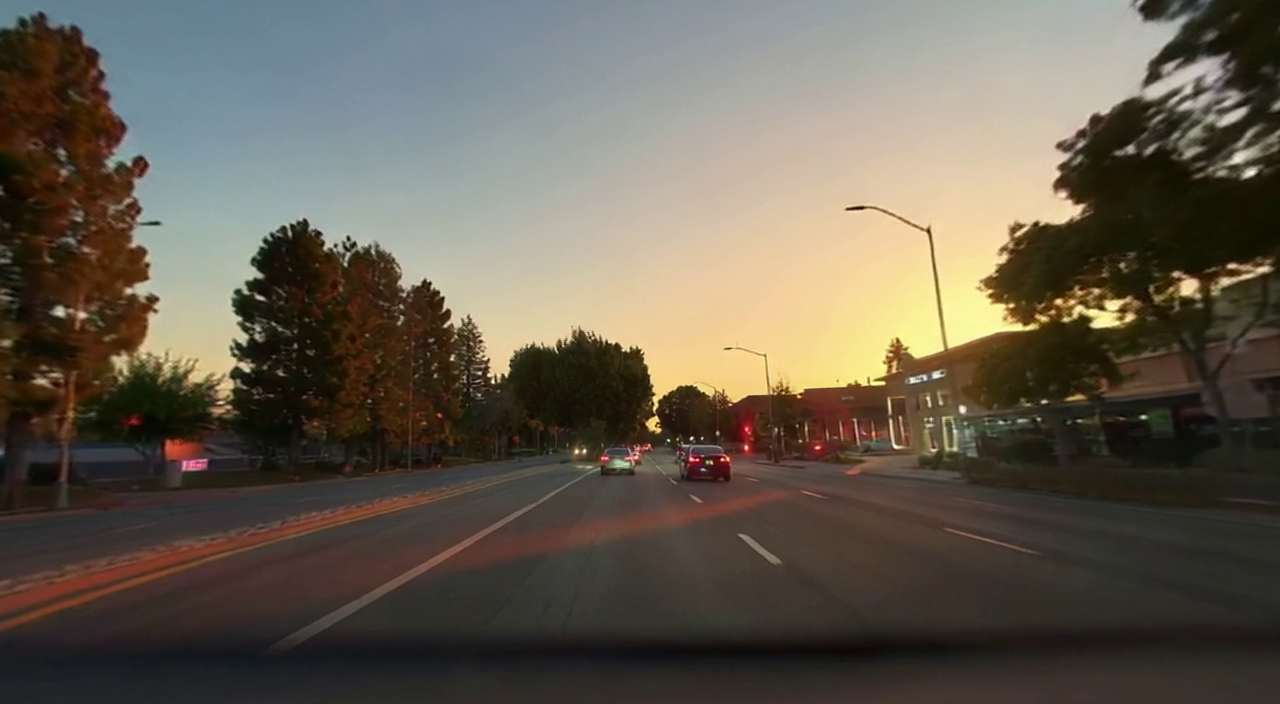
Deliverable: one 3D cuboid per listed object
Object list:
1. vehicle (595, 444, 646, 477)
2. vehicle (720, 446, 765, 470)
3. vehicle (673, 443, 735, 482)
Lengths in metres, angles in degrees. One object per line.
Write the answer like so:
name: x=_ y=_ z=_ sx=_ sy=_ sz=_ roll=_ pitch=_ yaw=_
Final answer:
vehicle: x=-0.892 y=5.135 z=30.111 sx=2.242 sy=1.474 sz=4.127 roll=0 pitch=-9 yaw=-1
vehicle: x=6.313 y=6.610 z=39.427 sx=2.068 sy=1.393 sz=3.874 roll=0 pitch=-9 yaw=-2
vehicle: x=2.638 y=4.664 z=27.008 sx=2.057 sy=1.491 sz=4.675 roll=0 pitch=-9 yaw=-1
